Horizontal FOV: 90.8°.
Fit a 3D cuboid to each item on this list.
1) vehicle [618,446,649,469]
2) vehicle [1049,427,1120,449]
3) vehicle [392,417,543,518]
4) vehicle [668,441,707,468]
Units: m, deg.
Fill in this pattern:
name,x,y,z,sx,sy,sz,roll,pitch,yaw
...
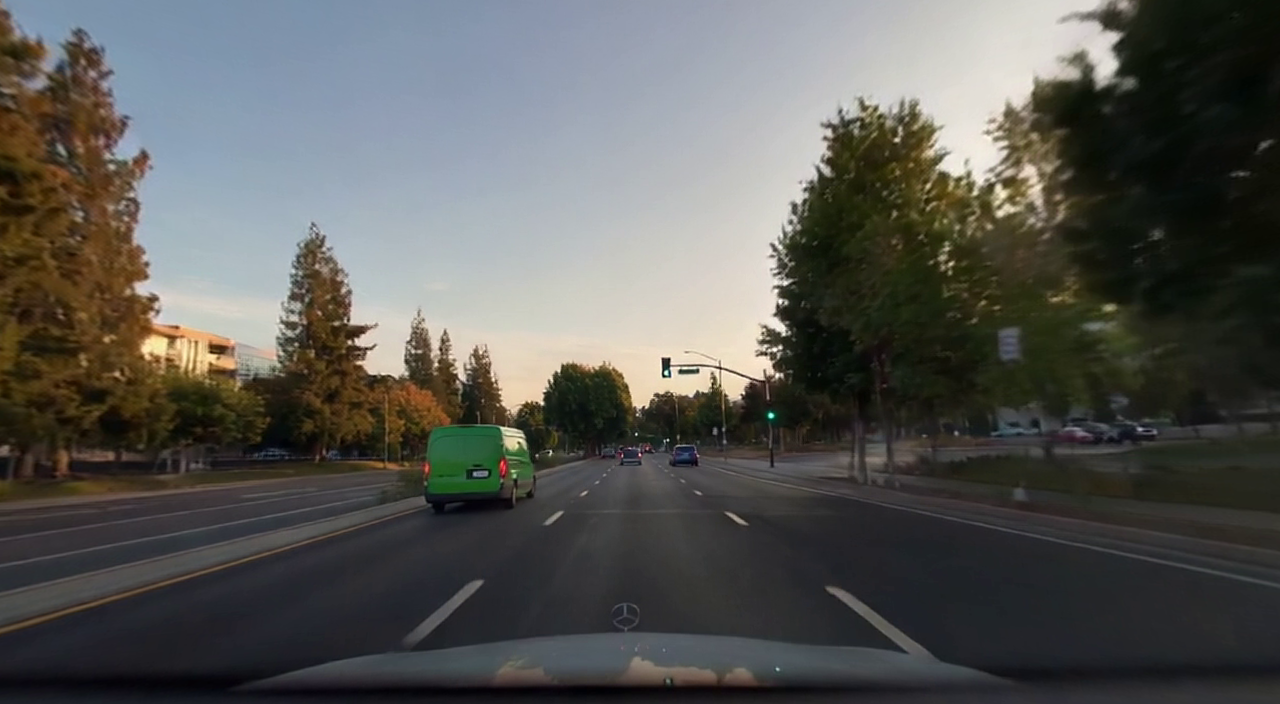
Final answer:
name,x,y,z,sx,sy,sz,roll,pitch,yaw
vehicle,-0.508,7.178,43.206,2.039,1.455,3.826,0,-9,-2
vehicle,34.143,6.645,48.607,3.874,1.412,1.851,-4,-9,5
vehicle,-3.586,2.522,14.218,2.075,1.863,4.744,0,-9,0
vehicle,3.197,6.987,43.151,2.181,1.781,4.257,0,-9,-2
